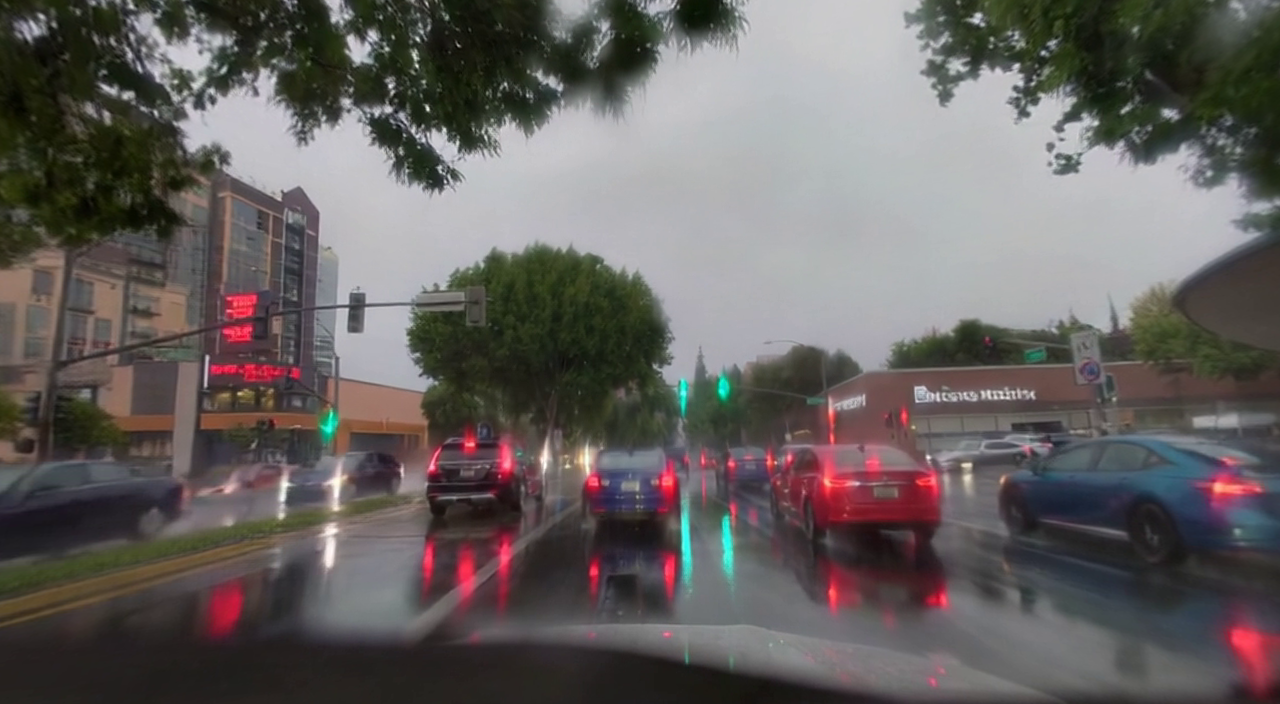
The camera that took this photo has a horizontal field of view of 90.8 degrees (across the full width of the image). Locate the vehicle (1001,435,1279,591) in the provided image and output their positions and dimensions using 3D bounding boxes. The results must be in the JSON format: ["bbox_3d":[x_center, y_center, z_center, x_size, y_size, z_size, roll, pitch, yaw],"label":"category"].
[{"bbox_3d":[7.224,1.911,8.495,2.004,1.508,4.646,0,-8,0],"label":"vehicle"}]

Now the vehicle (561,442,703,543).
[{"bbox_3d":[-0.086,2.376,11.356,2.098,1.477,3.897,0,-8,1],"label":"vehicle"}]

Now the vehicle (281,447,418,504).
[{"bbox_3d":[-8.552,3.644,19.101,1.976,1.499,4.355,0,-8,1],"label":"vehicle"}]

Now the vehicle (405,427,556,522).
[{"bbox_3d":[-3.433,2.756,14.874,2.160,1.823,5.115,0,-8,1],"label":"vehicle"}]

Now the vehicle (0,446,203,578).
[{"bbox_3d":[-8.304,1.985,8.225,2.045,1.438,4.480,0,-8,-1],"label":"vehicle"}]

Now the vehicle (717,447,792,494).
[{"bbox_3d":[3.936,4.128,22.498,1.888,1.472,4.528,0,-8,0],"label":"vehicle"}]

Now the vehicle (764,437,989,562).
[{"bbox_3d":[3.327,2.133,9.920,2.020,1.513,4.120,0,-8,2],"label":"vehicle"}]
